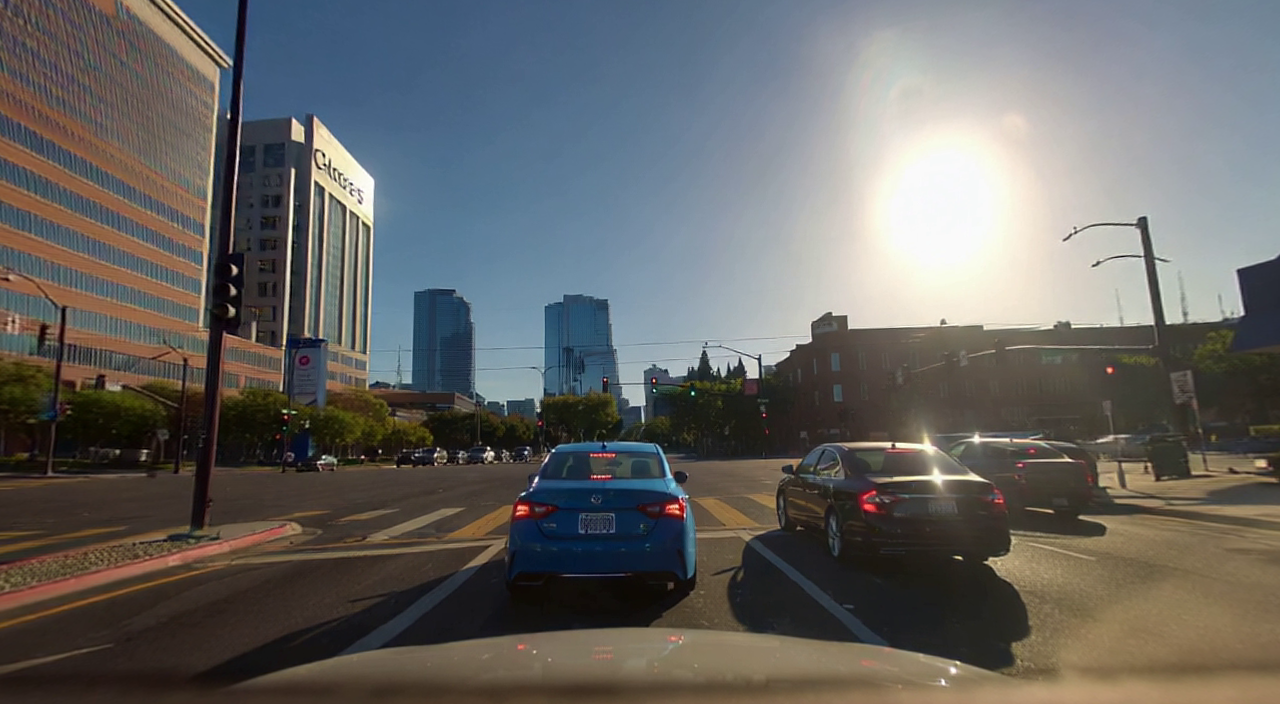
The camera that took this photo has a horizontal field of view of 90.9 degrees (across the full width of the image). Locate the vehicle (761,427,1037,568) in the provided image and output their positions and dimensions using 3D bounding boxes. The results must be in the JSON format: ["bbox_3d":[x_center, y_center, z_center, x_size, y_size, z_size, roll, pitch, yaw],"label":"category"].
[{"bbox_3d":[3.227,1.889,8.972,2.042,1.508,4.109,0,-8,-2],"label":"vehicle"}]

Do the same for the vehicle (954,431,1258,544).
[{"bbox_3d":[7.458,2.165,10.785,1.908,1.517,4.182,0,-8,-1],"label":"vehicle"}]

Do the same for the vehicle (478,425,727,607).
[{"bbox_3d":[-0.357,1.655,7.292,2.059,1.477,3.988,0,-8,-1],"label":"vehicle"}]

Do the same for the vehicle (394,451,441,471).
[{"bbox_3d":[-17.083,8.389,48.692,2.048,1.463,4.530,0,-8,-1],"label":"vehicle"}]
